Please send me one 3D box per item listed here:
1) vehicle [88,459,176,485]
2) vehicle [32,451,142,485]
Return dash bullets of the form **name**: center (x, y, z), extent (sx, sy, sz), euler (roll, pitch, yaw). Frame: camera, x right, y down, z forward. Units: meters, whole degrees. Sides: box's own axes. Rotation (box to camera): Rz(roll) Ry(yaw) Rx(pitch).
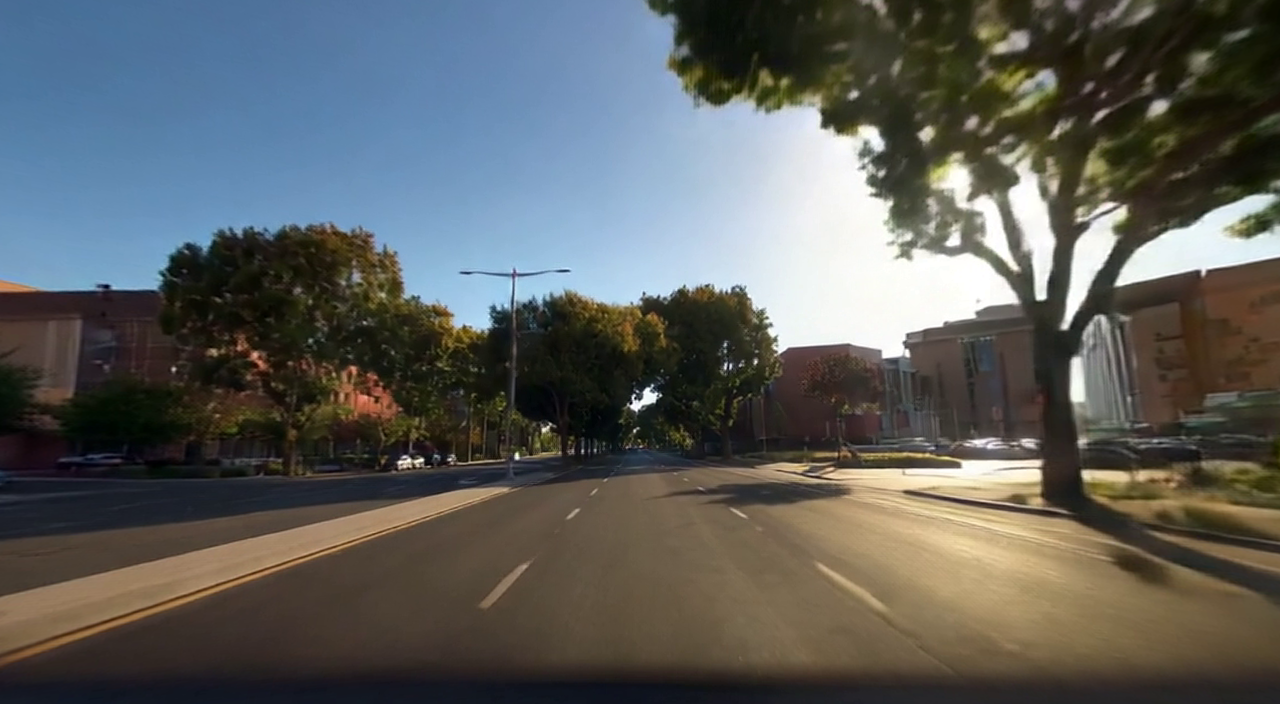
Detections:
- **vehicle**: center (-31.950, 7.527, 39.901), extent (1.947, 1.444, 4.313), euler (-1, -10, 0)
- **vehicle**: center (-34.647, 7.272, 39.840), extent (2.230, 1.962, 5.115), euler (-1, -10, 0)
